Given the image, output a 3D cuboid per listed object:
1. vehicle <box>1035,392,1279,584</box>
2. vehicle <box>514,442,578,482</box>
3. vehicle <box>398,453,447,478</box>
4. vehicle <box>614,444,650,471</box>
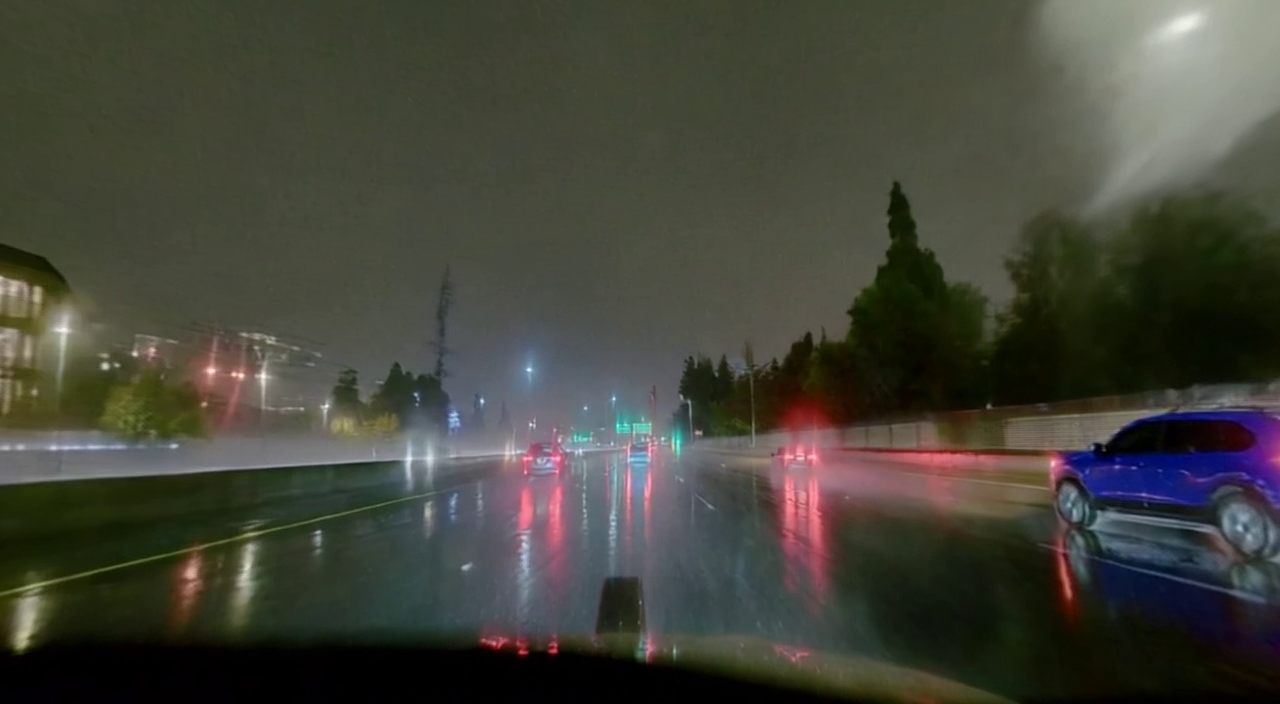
[{"bbox_3d":[7.092,1.470,7.219,2.028,1.801,4.741,0,-8,-1],"label":"vehicle"},{"bbox_3d":[-3.763,4.467,26.015,1.886,1.465,4.625,0,-9,0],"label":"vehicle"},{"bbox_3d":[-13.789,7.177,40.239,1.803,1.466,3.696,0,-9,0],"label":"vehicle"},{"bbox_3d":[-0.467,6.114,36.797,1.997,1.485,4.094,0,-8,0],"label":"vehicle"}]
